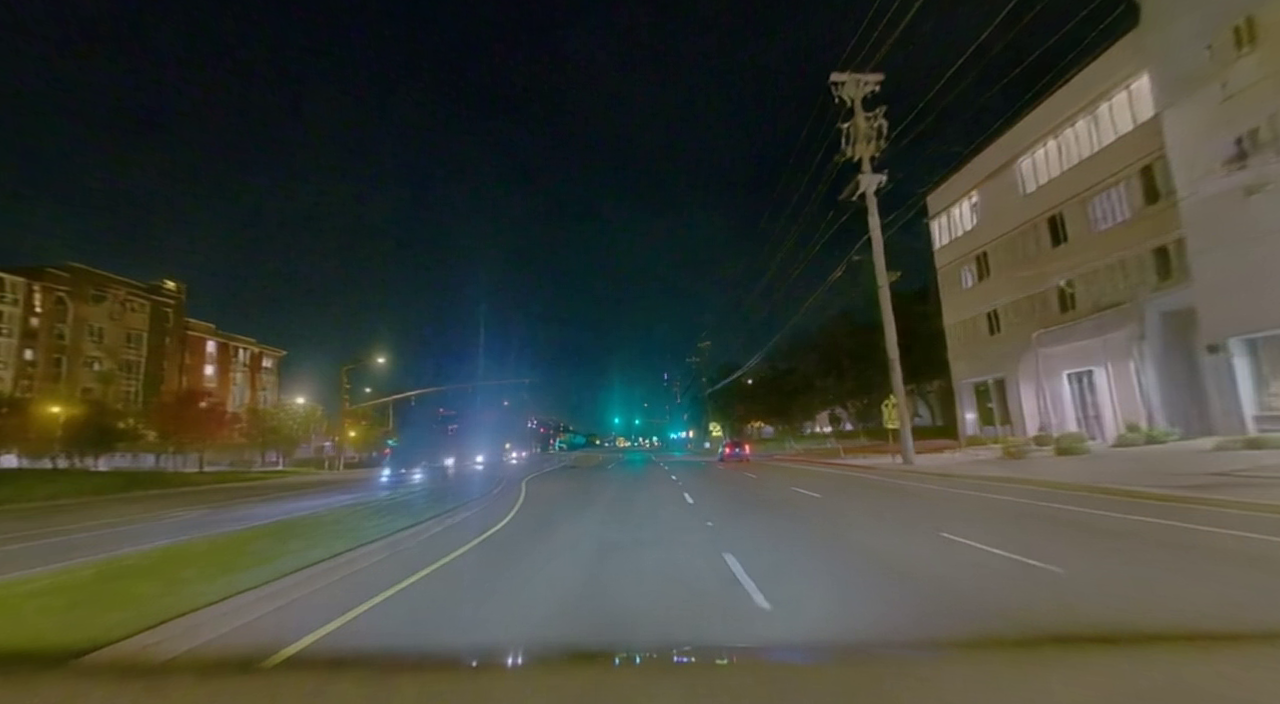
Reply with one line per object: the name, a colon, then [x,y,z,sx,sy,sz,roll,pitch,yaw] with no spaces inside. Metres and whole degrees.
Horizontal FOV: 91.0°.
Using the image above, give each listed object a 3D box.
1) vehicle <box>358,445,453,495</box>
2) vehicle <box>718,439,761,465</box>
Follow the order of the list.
vehicle: [-9.435,4.752,25.780,2.041,1.829,4.797,-1,-9,0]
vehicle: [5.909,5.988,37.807,1.908,1.476,3.880,0,-9,0]
